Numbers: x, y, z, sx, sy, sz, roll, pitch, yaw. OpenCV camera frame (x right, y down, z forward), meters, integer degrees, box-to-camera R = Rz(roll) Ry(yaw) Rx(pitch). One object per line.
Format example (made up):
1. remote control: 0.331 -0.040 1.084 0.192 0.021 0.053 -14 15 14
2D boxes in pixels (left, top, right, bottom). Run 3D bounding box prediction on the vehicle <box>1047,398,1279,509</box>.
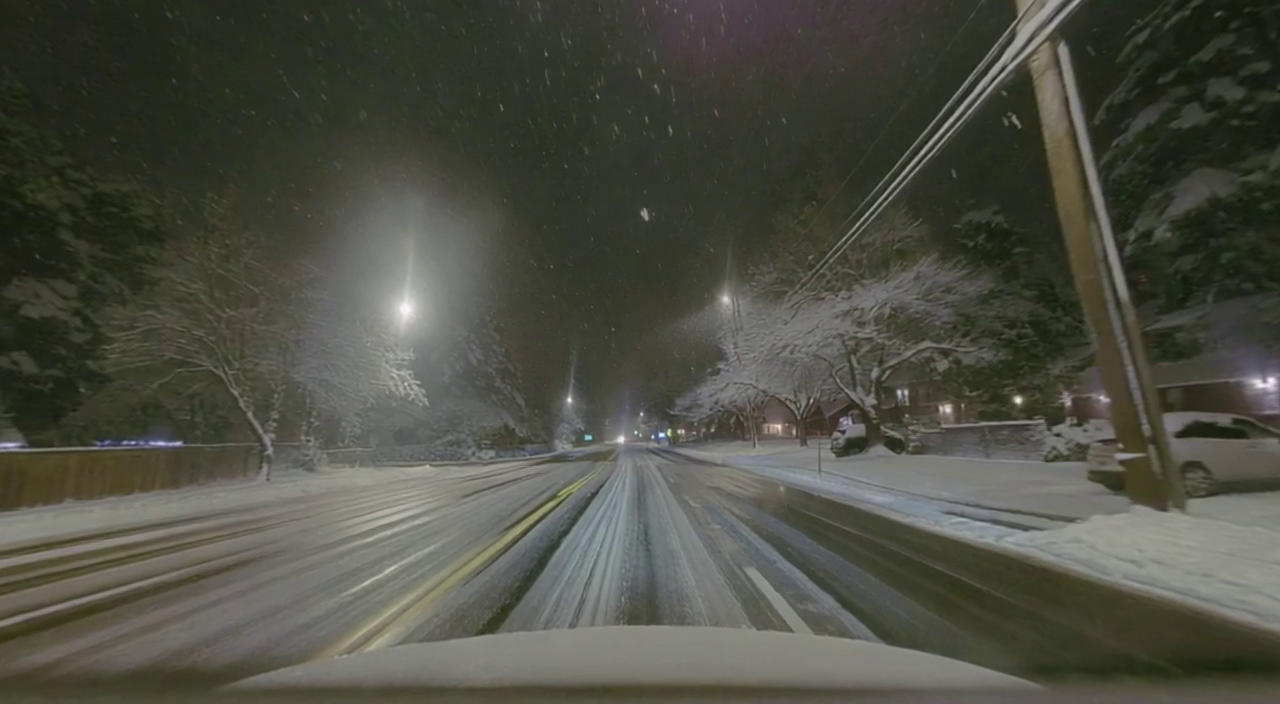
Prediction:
1. vehicle: 10.563 1.864 11.704 4.461 1.858 2.055 0 -8 3
